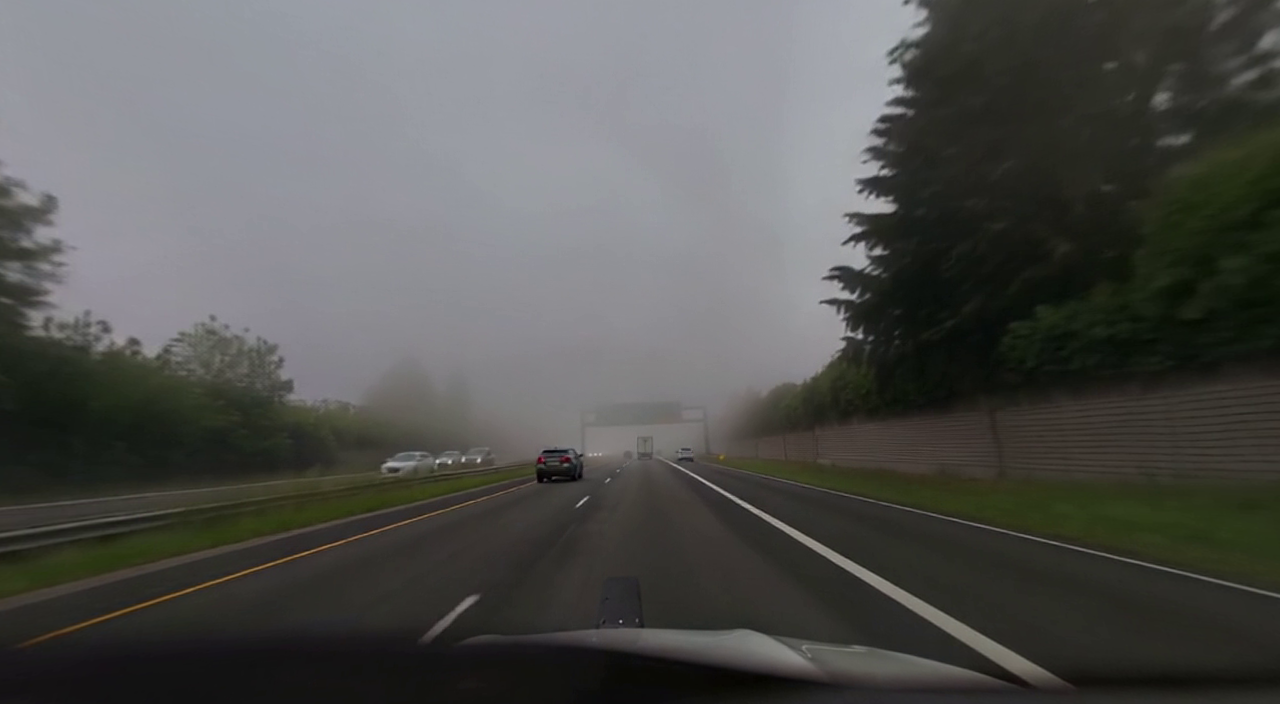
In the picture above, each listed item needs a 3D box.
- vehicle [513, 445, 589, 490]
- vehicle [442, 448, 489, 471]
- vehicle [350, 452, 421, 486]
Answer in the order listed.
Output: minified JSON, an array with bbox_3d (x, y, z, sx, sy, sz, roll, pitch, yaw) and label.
[{"bbox_3d":[-3.145,4.185,23.251,2.020,1.475,4.434,0,-9,2],"label":"vehicle"},{"bbox_3d":[-12.043,7.436,43.856,1.936,1.525,4.548,0,-9,1],"label":"vehicle"},{"bbox_3d":[-11.819,5.426,29.548,1.738,1.417,3.669,0,-9,1],"label":"vehicle"}]
